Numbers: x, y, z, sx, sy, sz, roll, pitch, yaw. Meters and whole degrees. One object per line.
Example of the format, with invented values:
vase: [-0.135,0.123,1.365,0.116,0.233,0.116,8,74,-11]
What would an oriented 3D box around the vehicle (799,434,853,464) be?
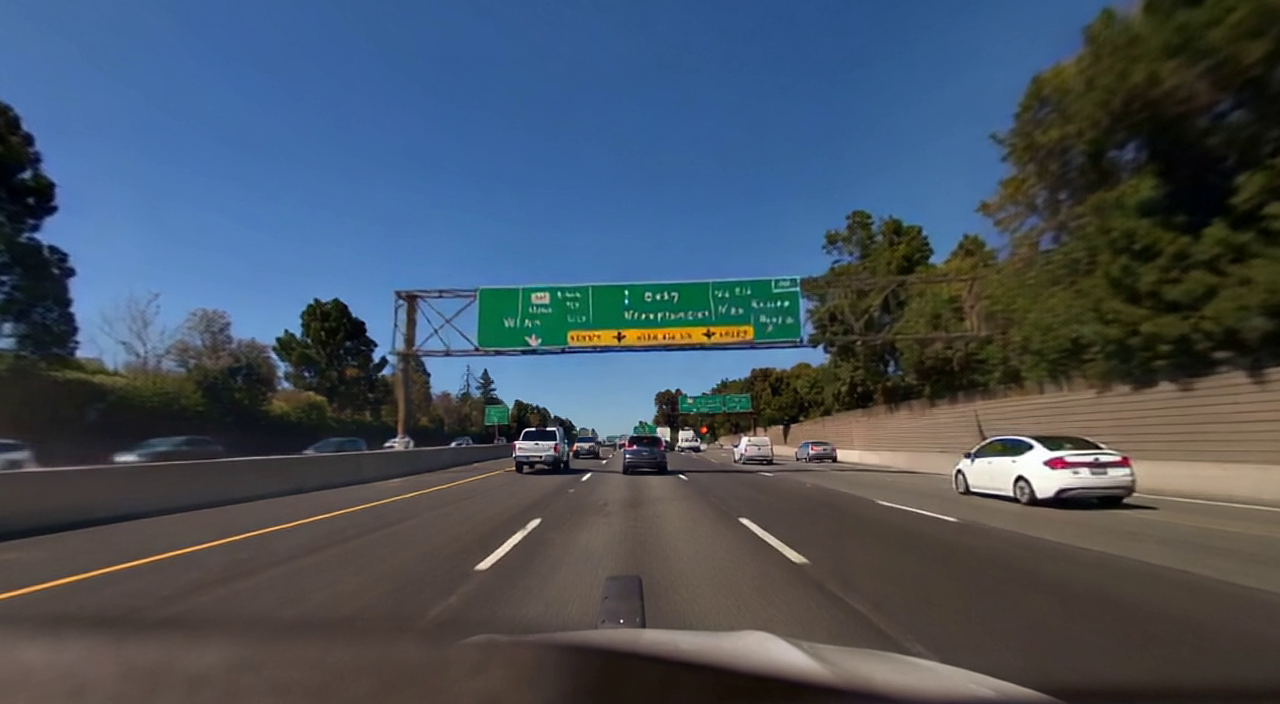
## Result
vehicle: [11.672,6.091,39.776,2.010,1.765,4.375,0,-8,0]

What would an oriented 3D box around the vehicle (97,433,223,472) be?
vehicle: [-21.630,4.544,28.664,2.062,1.609,4.552,0,-8,1]

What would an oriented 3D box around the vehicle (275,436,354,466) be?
vehicle: [-17.807,5.427,34.720,1.892,1.504,4.406,0,-8,1]

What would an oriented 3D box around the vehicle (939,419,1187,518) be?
vehicle: [7.705,2.152,12.075,1.989,1.569,3.964,0,-8,0]

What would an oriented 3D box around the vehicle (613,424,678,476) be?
vehicle: [0.197,3.581,23.104,2.181,1.728,3.970,0,-8,1]

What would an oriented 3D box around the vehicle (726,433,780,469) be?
vehicle: [5.629,5.014,31.950,2.022,1.682,4.226,0,-8,1]

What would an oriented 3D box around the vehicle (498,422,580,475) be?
vehicle: [-3.642,3.614,23.639,2.199,1.777,4.790,0,-8,1]
